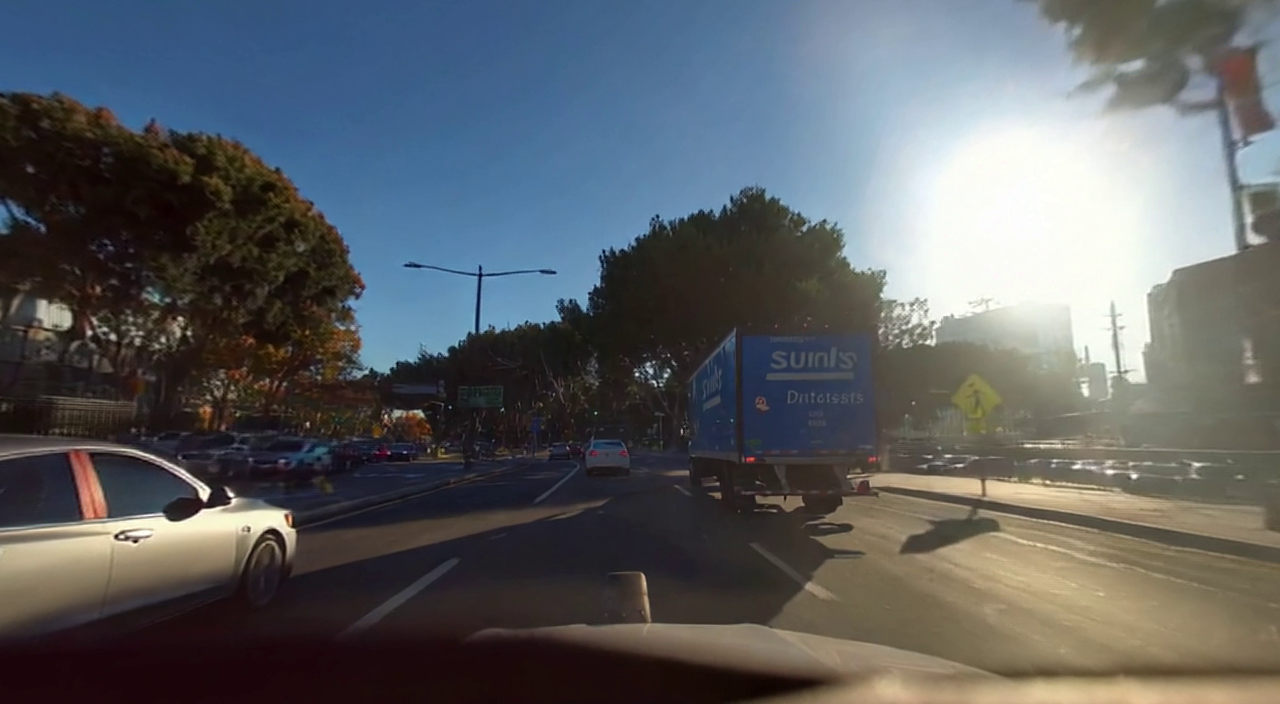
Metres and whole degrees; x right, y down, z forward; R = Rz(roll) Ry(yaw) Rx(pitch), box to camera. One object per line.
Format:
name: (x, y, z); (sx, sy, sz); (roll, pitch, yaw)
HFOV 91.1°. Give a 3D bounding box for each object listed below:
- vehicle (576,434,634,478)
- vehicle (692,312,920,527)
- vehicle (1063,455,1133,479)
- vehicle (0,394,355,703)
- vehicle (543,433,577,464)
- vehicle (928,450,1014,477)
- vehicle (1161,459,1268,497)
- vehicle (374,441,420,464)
vehicle: (-1.608, 4.659, 28.338); (2.388, 1.811, 4.455); (1, -9, -4)
vehicle: (3.141, 1.735, 14.892); (2.905, 3.644, 8.441); (0, -9, -1)
vehicle: (34.161, 8.530, 46.797); (4.494, 1.612, 2.043); (3, -9, -22)
vehicle: (-3.577, 1.081, 3.535); (1.828, 1.515, 4.422); (0, -9, 0)
vehicle: (-5.939, 7.268, 47.389); (2.269, 2.181, 5.787); (1, -9, -5)
vehicle: (20.046, 6.711, 38.012); (4.684, 1.477, 2.079); (4, -9, -23)
vehicle: (25.633, 5.559, 27.977); (4.391, 1.492, 1.972); (4, -10, -27)
vehicle: (-17.829, 7.378, 46.272); (1.970, 1.644, 4.241); (1, -9, -4)
